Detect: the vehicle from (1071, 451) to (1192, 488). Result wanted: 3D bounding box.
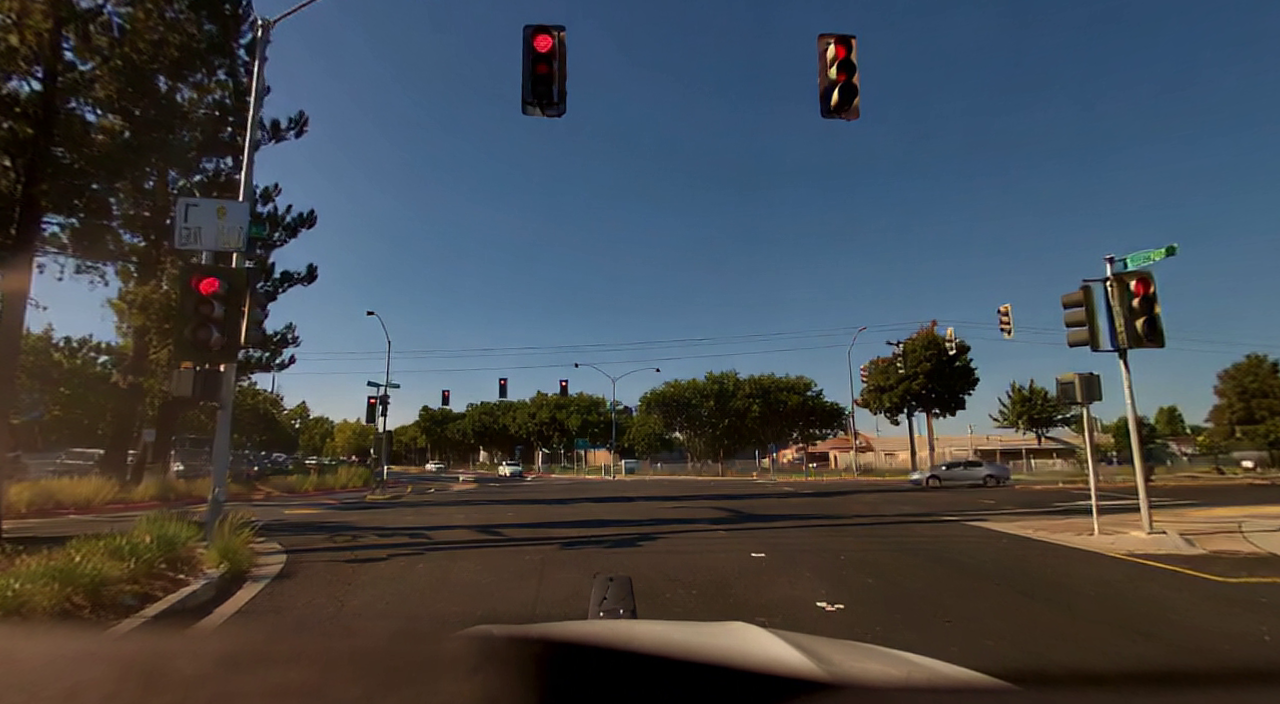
[{"bbox_3d":[22.695,5.460,29.181,3.998,1.590,1.936,1,-11,-6],"label":"vehicle"}]

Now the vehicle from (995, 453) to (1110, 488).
[{"bbox_3d":[21.185,6.104,32.486,4.455,1.647,2.124,1,-11,-6],"label":"vehicle"}]

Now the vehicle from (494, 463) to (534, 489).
[{"bbox_3d":[-9.036,8.890,45.488,2.045,1.608,3.709,0,-8,1],"label":"vehicle"}]

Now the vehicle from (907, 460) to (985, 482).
[{"bbox_3d":[21.539,8.420,44.466,4.555,1.474,1.914,-8,-14,37],"label":"vehicle"}]
